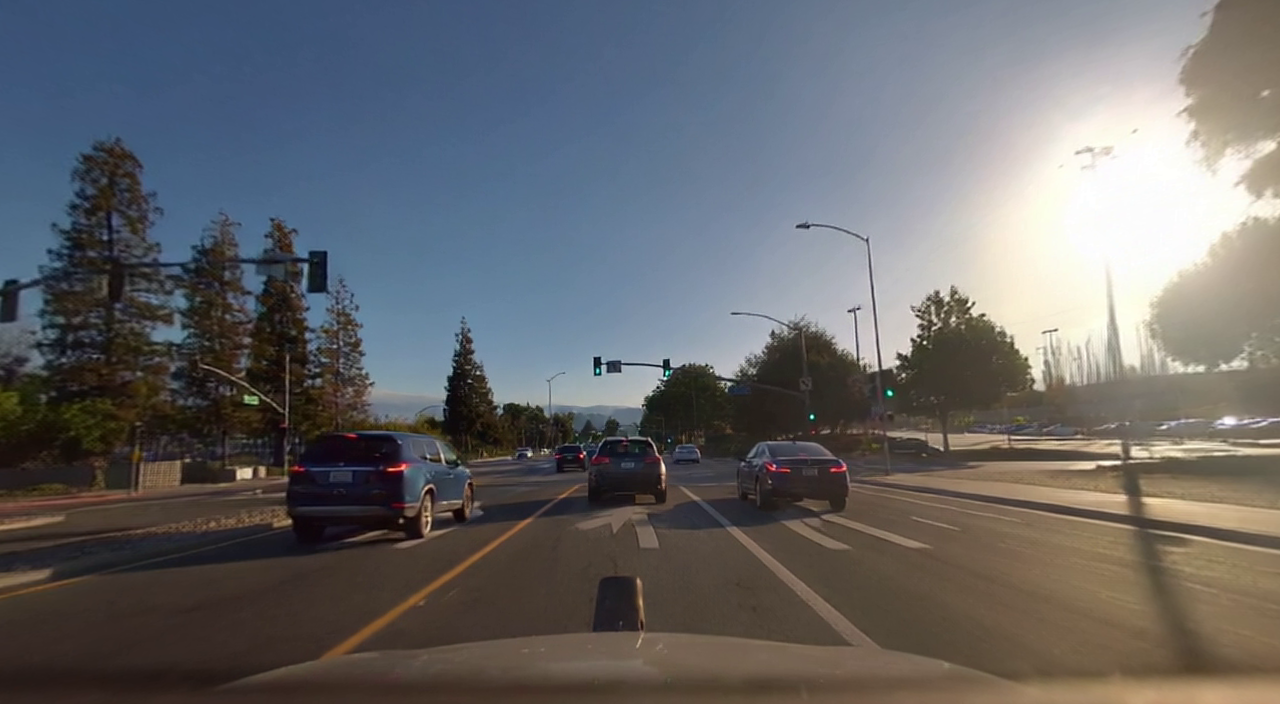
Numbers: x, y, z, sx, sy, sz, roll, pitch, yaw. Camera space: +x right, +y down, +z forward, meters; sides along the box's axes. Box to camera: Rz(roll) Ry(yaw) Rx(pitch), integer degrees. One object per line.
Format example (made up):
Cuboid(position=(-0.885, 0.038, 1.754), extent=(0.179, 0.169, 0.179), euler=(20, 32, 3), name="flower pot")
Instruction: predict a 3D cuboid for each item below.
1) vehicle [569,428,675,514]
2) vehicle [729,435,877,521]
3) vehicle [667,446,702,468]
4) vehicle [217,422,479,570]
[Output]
Cuboid(position=(-0.381, 2.735, 15.024), extent=(2.150, 1.725, 4.096), euler=(0, -8, 0), name="vehicle")
Cuboid(position=(3.320, 2.637, 13.773), extent=(2.068, 1.541, 4.041), euler=(0, -8, -1), name="vehicle")
Cuboid(position=(3.219, 7.698, 46.603), extent=(2.171, 1.469, 4.420), euler=(0, -8, -1), name="vehicle")
Cuboid(position=(-3.756, 1.894, 9.081), extent=(1.823, 1.602, 4.061), euler=(0, -8, 0), name="vehicle")
